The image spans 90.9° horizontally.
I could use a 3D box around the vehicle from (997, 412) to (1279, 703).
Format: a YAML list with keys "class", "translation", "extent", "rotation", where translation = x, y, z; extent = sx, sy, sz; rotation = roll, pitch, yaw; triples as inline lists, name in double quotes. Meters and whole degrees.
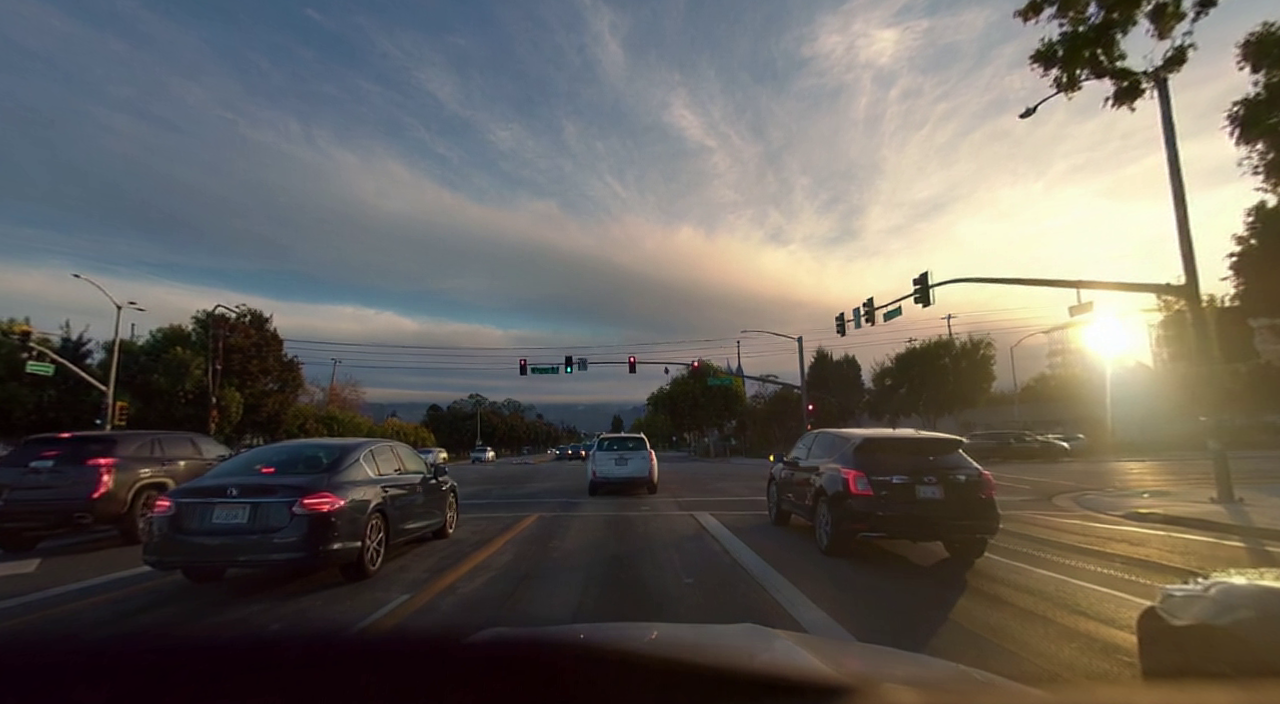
- class: "vehicle"
  translation: [3.217, 0.867, 1.677]
  extent: [1.960, 1.460, 4.233]
  rotation: [0, -8, -1]

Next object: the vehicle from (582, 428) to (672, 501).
- class: "vehicle"
  translation: [-0.319, 3.063, 17.542]
  extent: [2.215, 1.749, 3.976]
  rotation: [0, -8, 0]

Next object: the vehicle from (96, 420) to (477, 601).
- class: "vehicle"
  translation: [-3.524, 1.648, 7.507]
  extent: [1.941, 1.492, 4.399]
  rotation: [0, -8, 1]

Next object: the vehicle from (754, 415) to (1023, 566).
- class: "vehicle"
  translation: [3.265, 1.910, 9.523]
  extent: [2.097, 1.707, 4.461]
  rotation: [0, -8, -2]
